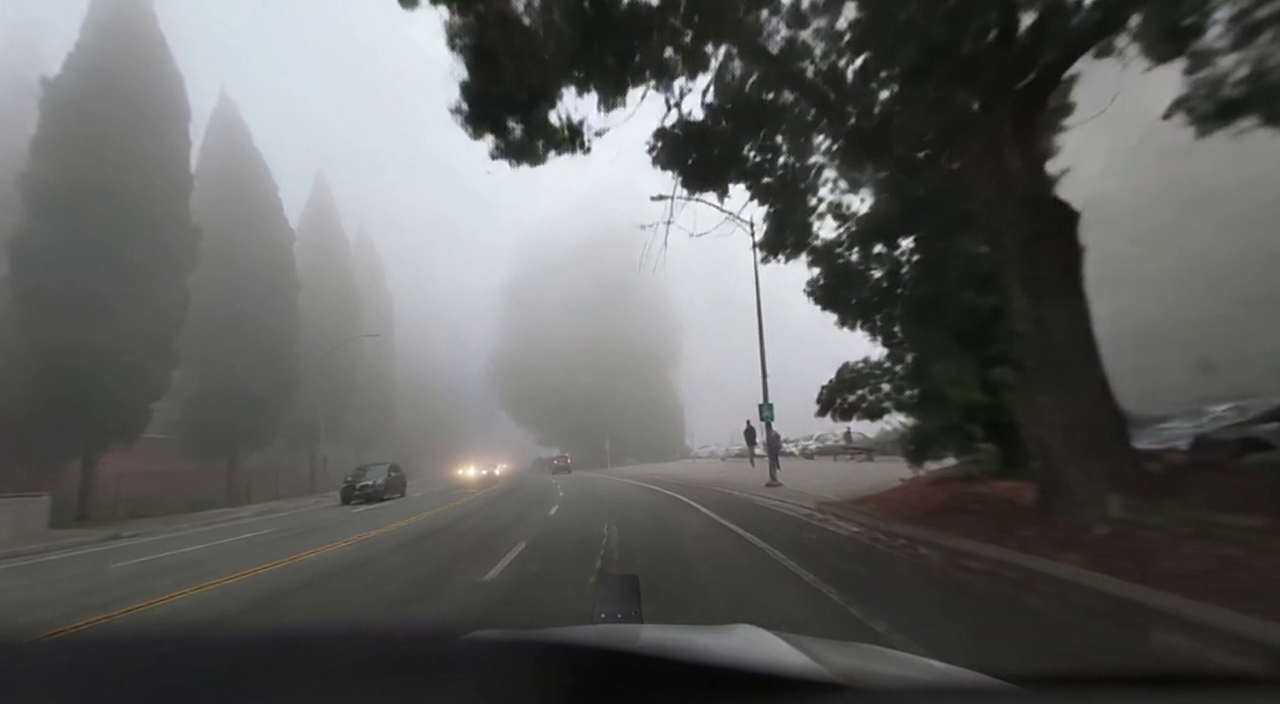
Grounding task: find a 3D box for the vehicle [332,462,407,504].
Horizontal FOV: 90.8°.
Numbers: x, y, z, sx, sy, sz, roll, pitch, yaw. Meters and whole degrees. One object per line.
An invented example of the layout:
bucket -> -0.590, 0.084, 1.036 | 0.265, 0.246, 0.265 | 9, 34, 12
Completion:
vehicle -> -13.294, 6.421, 31.352 | 2.150, 1.754, 4.667 | 1, -8, -7
